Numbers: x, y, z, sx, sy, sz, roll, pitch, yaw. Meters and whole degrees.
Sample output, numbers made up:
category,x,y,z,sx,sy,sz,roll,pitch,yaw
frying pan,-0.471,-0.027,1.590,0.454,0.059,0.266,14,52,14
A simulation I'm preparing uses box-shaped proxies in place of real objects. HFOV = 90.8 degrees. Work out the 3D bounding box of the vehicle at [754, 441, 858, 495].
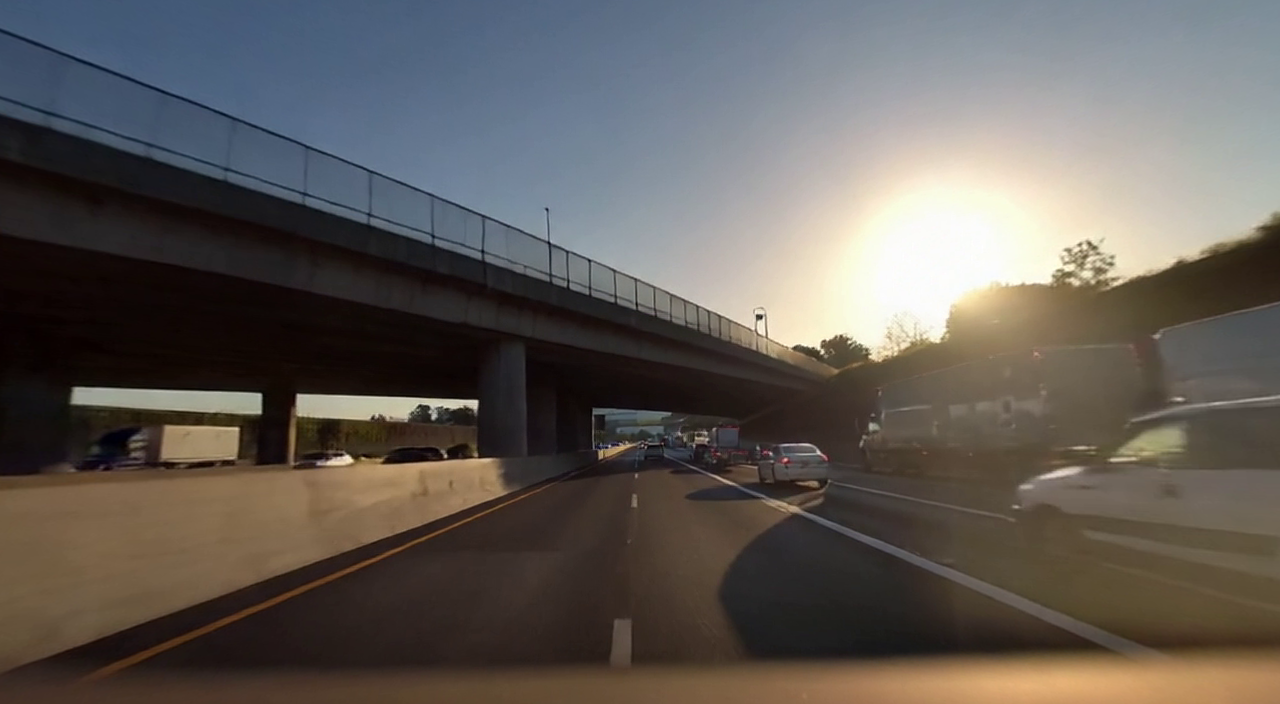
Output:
category,x,y,z,sx,sy,sz,roll,pitch,yaw
vehicle,5.116,3.629,20.305,1.959,1.483,5.135,0,-8,0

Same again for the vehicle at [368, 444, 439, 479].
category,x,y,z,sx,sy,sz,roll,pitch,yaw
vehicle,-11.871,5.502,32.073,1.926,1.610,4.351,0,-8,0

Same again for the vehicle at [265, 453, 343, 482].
category,x,y,z,sx,sy,sz,roll,pitch,yaw
vehicle,-19.034,6.536,36.047,1.885,1.493,4.670,0,-8,0

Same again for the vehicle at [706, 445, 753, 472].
category,x,y,z,sx,sy,sz,roll,pitch,yaw
vehicle,5.001,6.015,35.949,1.987,1.448,4.356,0,-8,-1

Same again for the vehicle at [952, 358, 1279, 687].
category,x,y,z,sx,sy,sz,roll,pitch,yaw
vehicle,4.620,1.095,4.511,2.201,1.804,4.801,0,-8,-1

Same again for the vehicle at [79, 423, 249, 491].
category,x,y,z,sx,sy,sz,roll,pitch,yaw
vehicle,-31.426,7.015,42.758,2.995,3.941,11.403,0,-8,-2
